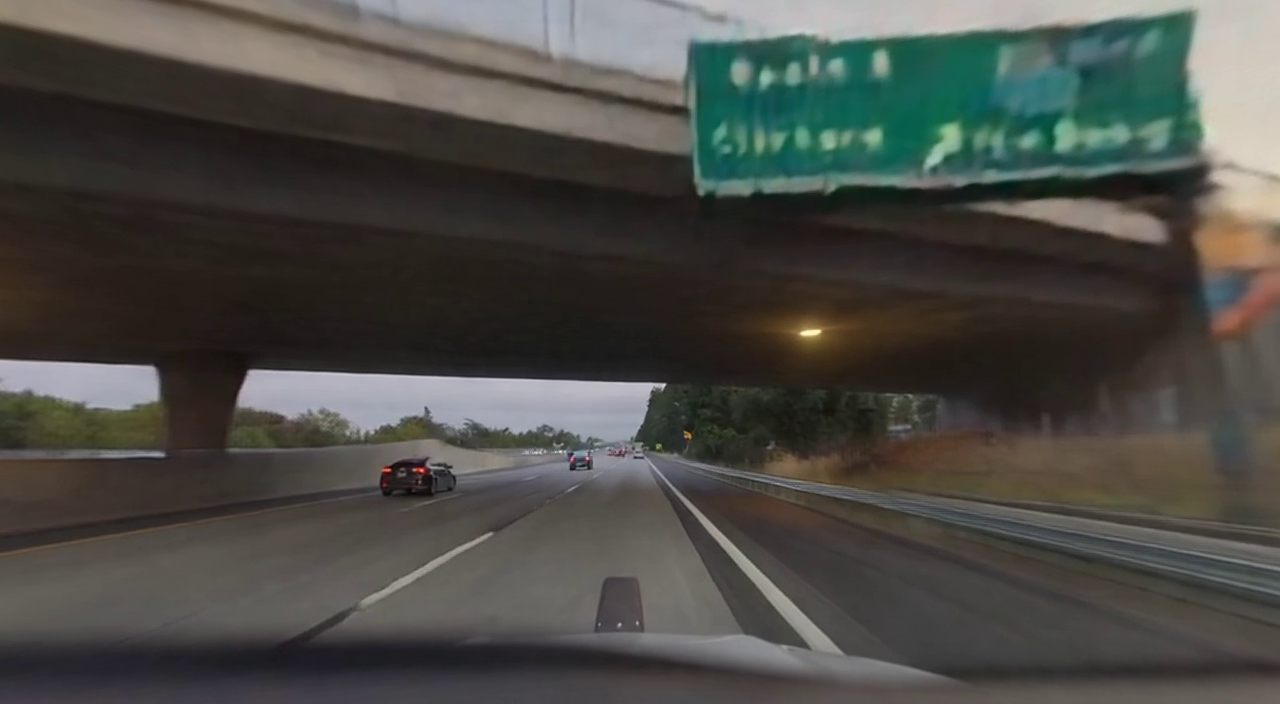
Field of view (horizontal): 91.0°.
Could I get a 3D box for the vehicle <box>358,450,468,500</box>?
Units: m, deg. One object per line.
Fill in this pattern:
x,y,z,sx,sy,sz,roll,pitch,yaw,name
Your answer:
-7.644,4.150,21.780,2.002,1.507,4.631,0,-9,1,vehicle

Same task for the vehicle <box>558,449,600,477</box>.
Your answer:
-3.714,6.889,39.333,2.102,1.571,4.666,0,-9,1,vehicle
